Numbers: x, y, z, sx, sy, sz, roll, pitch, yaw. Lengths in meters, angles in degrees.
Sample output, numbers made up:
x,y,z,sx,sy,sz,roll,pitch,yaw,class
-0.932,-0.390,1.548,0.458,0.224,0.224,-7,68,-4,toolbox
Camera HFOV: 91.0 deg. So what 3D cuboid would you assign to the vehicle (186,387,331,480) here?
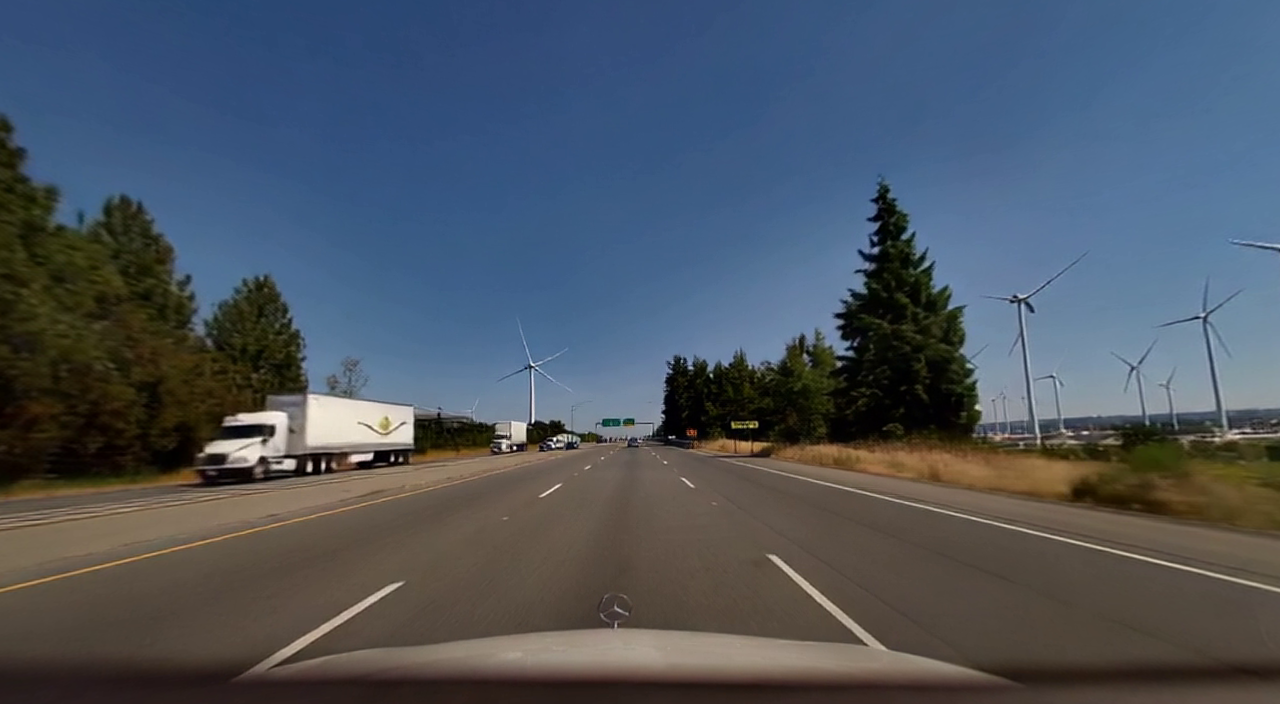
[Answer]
x,y,z,sx,sy,sz,roll,pitch,yaw,class
-17.483,3.843,29.444,2.989,3.857,5.976,-1,-8,-1,vehicle
